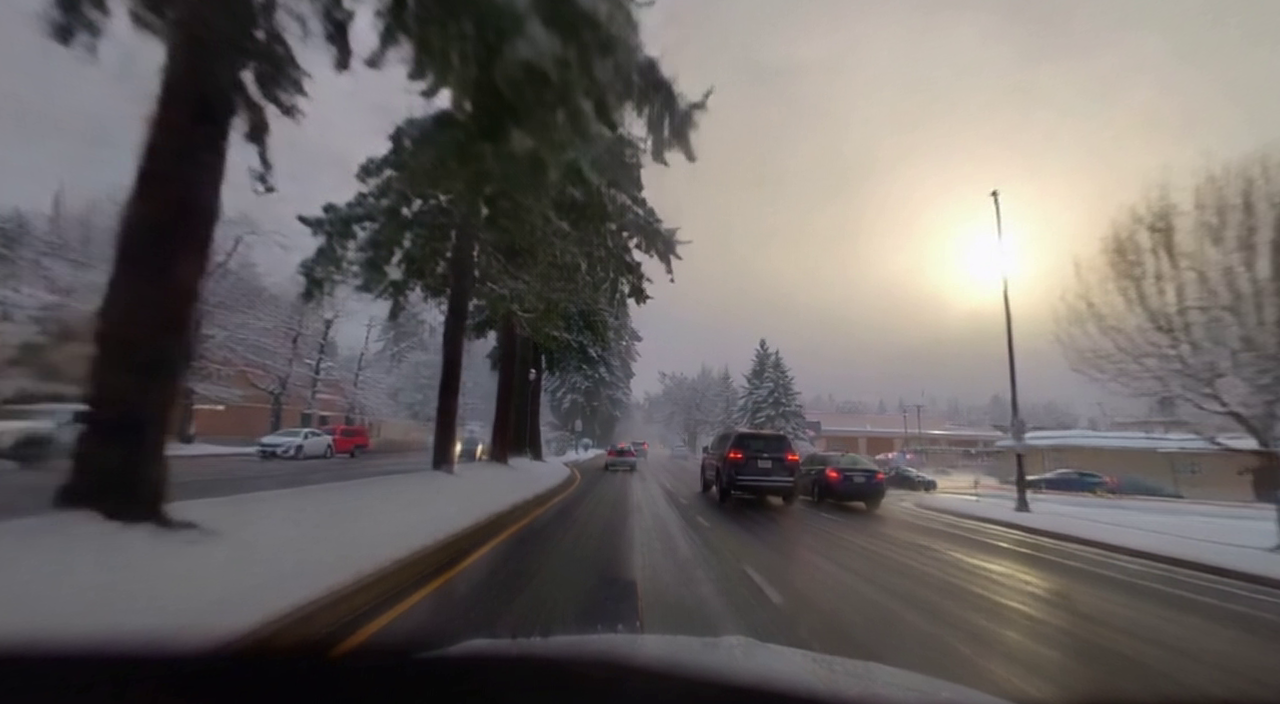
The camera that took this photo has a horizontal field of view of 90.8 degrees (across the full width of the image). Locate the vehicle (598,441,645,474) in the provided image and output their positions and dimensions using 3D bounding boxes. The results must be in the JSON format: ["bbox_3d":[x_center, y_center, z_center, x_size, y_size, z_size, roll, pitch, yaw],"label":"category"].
[{"bbox_3d":[-0.869,5.064,30.489,2.119,1.460,3.847,0,-8,-1],"label":"vehicle"}]

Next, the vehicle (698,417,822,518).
[{"bbox_3d":[2.735,2.744,15.443,2.035,1.940,4.299,4,-9,-1],"label":"vehicle"}]

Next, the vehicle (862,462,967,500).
[{"bbox_3d":[14.151,6.652,32.811,4.545,1.770,2.057,-1,-9,8],"label":"vehicle"}]

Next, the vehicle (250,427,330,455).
[{"bbox_3d":[-19.365,4.962,35.187,1.877,1.446,4.593,0,-8,-1],"label":"vehicle"}]

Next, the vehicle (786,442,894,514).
[{"bbox_3d":[6.199,3.895,20.113,1.913,1.777,4.269,8,-8,1],"label":"vehicle"}]

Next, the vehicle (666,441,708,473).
[{"bbox_3d":[2.649,5.994,36.360,1.922,1.708,4.126,0,-9,-2],"label":"vehicle"}]

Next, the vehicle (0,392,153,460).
[{"bbox_3d":[-19.292,2.501,20.751,2.226,1.925,5.293,3,-9,1],"label":"vehicle"}]

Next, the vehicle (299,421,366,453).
[{"bbox_3d":[-19.574,5.497,40.463,2.056,1.899,4.803,0,-8,-2],"label":"vehicle"}]

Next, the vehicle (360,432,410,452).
[{"bbox_3d":[-19.594,6.965,48.718,1.913,1.417,4.592,0,-9,0],"label":"vehicle"}]
